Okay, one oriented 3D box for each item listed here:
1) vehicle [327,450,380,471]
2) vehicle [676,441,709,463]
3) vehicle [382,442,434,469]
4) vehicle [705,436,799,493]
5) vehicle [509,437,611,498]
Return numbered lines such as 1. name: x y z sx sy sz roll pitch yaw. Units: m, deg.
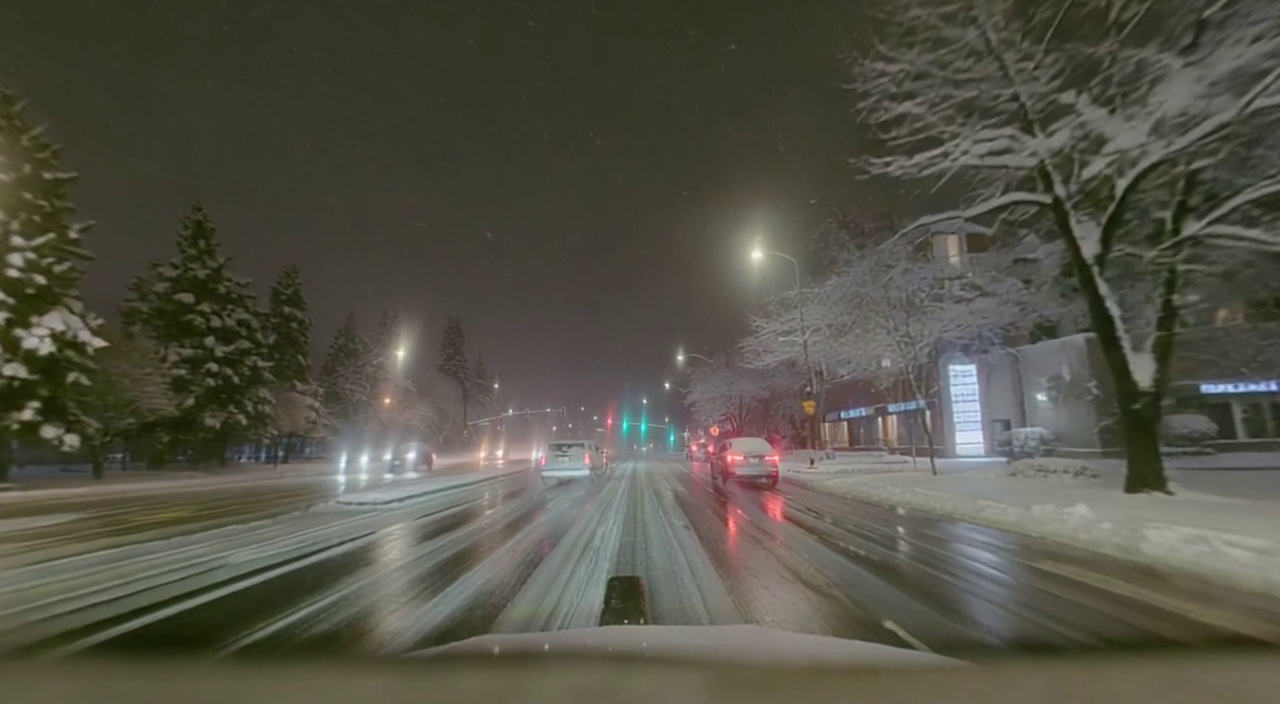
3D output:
1. vehicle: -21.899 8.288 48.390 1.848 1.450 4.678 0 -8 0
2. vehicle: 3.723 7.113 45.083 1.913 1.463 4.198 0 -8 -1
3. vehicle: -15.299 6.863 41.845 1.863 1.658 4.078 0 -8 1
4. vehicle: 3.232 3.338 19.091 1.948 1.474 4.360 0 -8 -1
5. vehicle: -2.013 3.062 17.089 1.971 1.433 3.923 -1 -8 5
